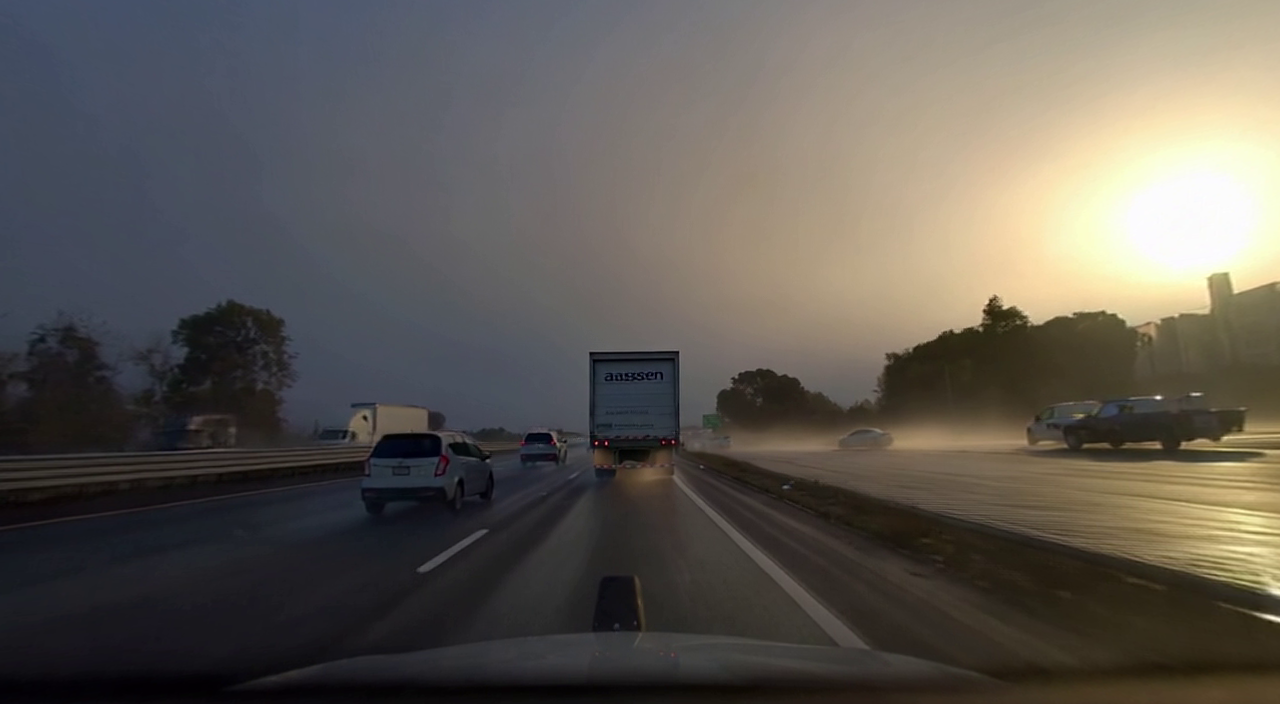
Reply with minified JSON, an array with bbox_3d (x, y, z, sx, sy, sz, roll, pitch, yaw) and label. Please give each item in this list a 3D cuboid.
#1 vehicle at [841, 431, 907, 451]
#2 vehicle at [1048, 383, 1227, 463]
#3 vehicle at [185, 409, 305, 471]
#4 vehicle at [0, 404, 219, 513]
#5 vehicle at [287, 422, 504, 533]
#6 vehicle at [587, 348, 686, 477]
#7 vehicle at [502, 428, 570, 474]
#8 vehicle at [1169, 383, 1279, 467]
[{"bbox_3d":[18.204,6.935,49.073,2.017,1.489,4.324,6,-10,-38],"label":"vehicle"},{"bbox_3d":[18.888,2.801,24.367,2.432,2.753,5.388,0,-8,1],"label":"vehicle"},{"bbox_3d":[-22.542,5.090,36.401,2.378,3.231,6.822,0,-8,1],"label":"vehicle"},{"bbox_3d":[-15.509,2.883,17.761,2.344,2.444,7.023,0,-8,0],"label":"vehicle"},{"bbox_3d":[-3.823,2.014,10.819,1.964,1.507,4.361,0,-8,0],"label":"vehicle"},{"bbox_3d":[-0.213,2.680,25.968,3.171,4.204,11.036,0,-8,-1],"label":"vehicle"},{"bbox_3d":[-3.875,3.746,24.083,1.946,1.599,4.073,0,-8,0],"label":"vehicle"},{"bbox_3d":[19.494,2.387,20.512,1.658,2.523,2.851,0,-8,-4],"label":"vehicle"}]
